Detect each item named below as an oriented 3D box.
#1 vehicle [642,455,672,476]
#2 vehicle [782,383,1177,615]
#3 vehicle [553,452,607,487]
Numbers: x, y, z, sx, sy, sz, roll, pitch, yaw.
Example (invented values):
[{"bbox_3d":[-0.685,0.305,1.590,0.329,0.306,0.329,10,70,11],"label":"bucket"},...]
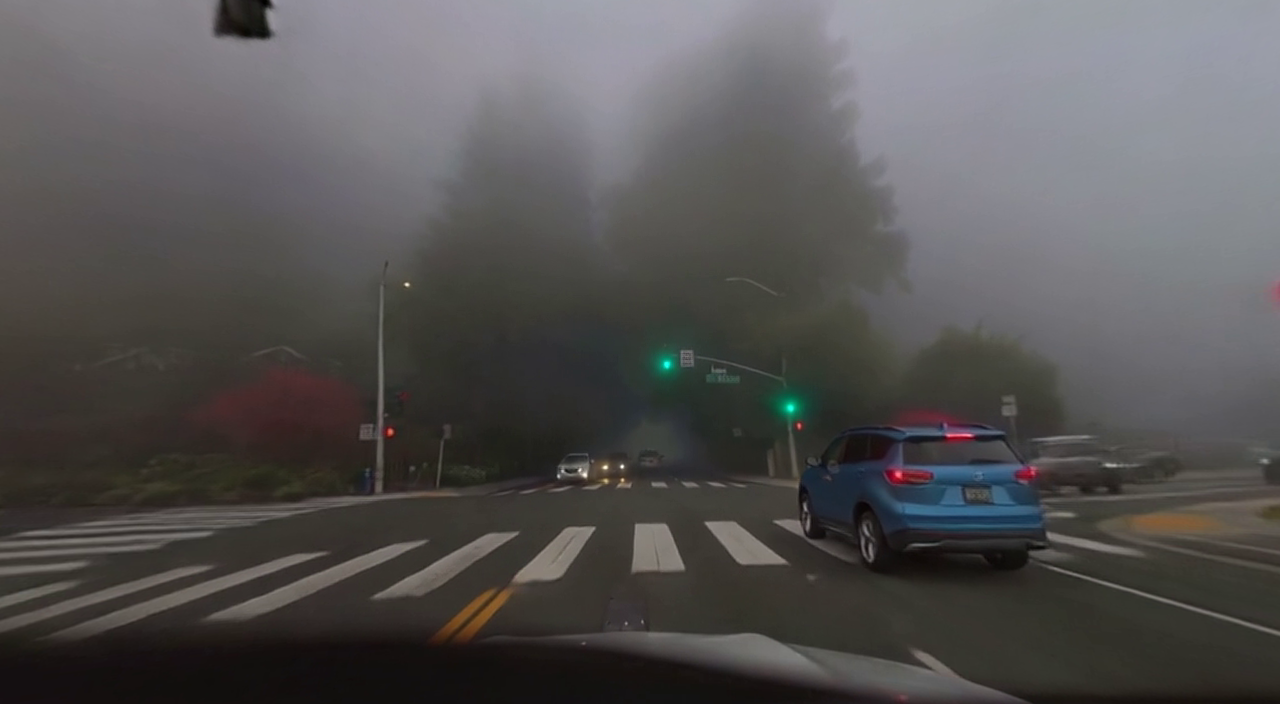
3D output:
[{"bbox_3d":[1.232,8.375,46.745,2.097,1.463,4.043,0,-9,1],"label":"vehicle"},{"bbox_3d":[3.312,1.564,7.635,2.130,1.863,4.844,0,-9,1],"label":"vehicle"},{"bbox_3d":[-2.787,5.569,30.247,2.170,1.513,4.270,0,-9,0],"label":"vehicle"}]
